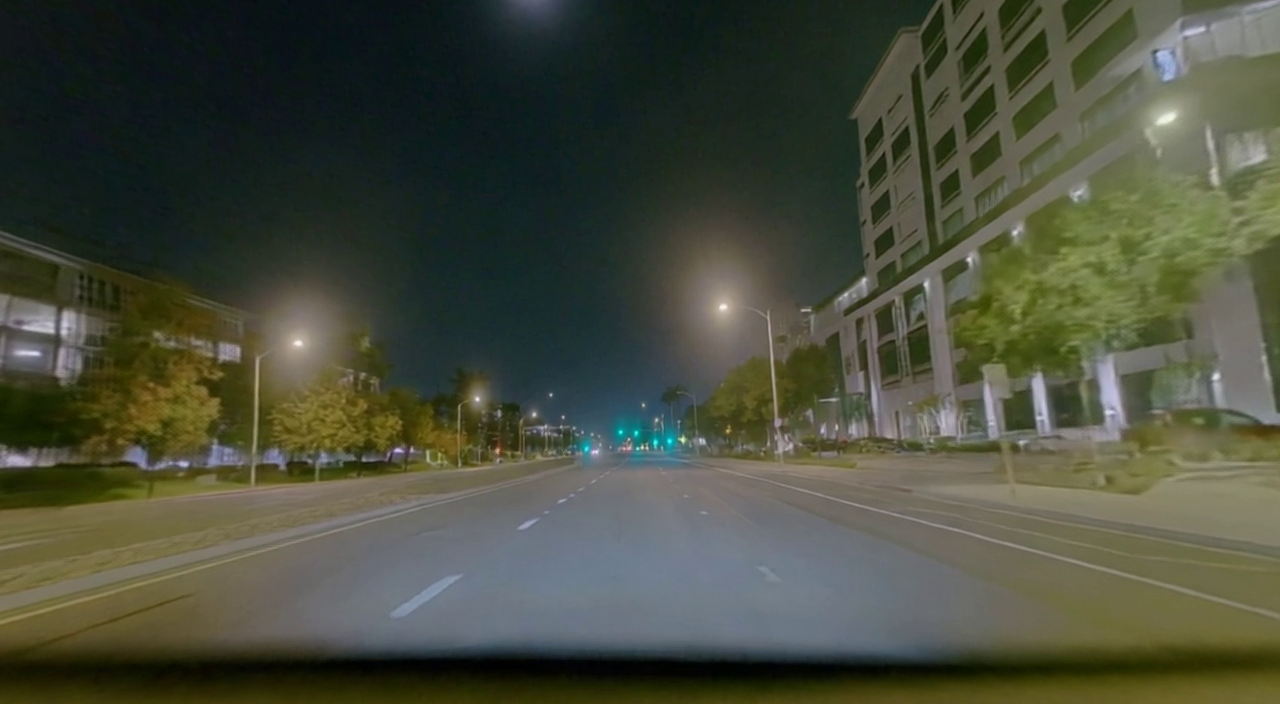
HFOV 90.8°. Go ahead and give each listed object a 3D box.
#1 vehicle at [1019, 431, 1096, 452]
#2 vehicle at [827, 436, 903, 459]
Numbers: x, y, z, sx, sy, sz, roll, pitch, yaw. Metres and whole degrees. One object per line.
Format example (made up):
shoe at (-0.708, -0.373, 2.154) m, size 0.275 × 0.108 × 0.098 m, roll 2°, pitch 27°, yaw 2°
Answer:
vehicle at (30.167, 6.466, 45.749) m, size 4.324 × 1.472 × 1.711 m, roll 0°, pitch -8°, yaw -1°
vehicle at (17.243, 7.356, 48.566) m, size 4.938 × 1.729 × 2.098 m, roll 0°, pitch -9°, yaw -4°
